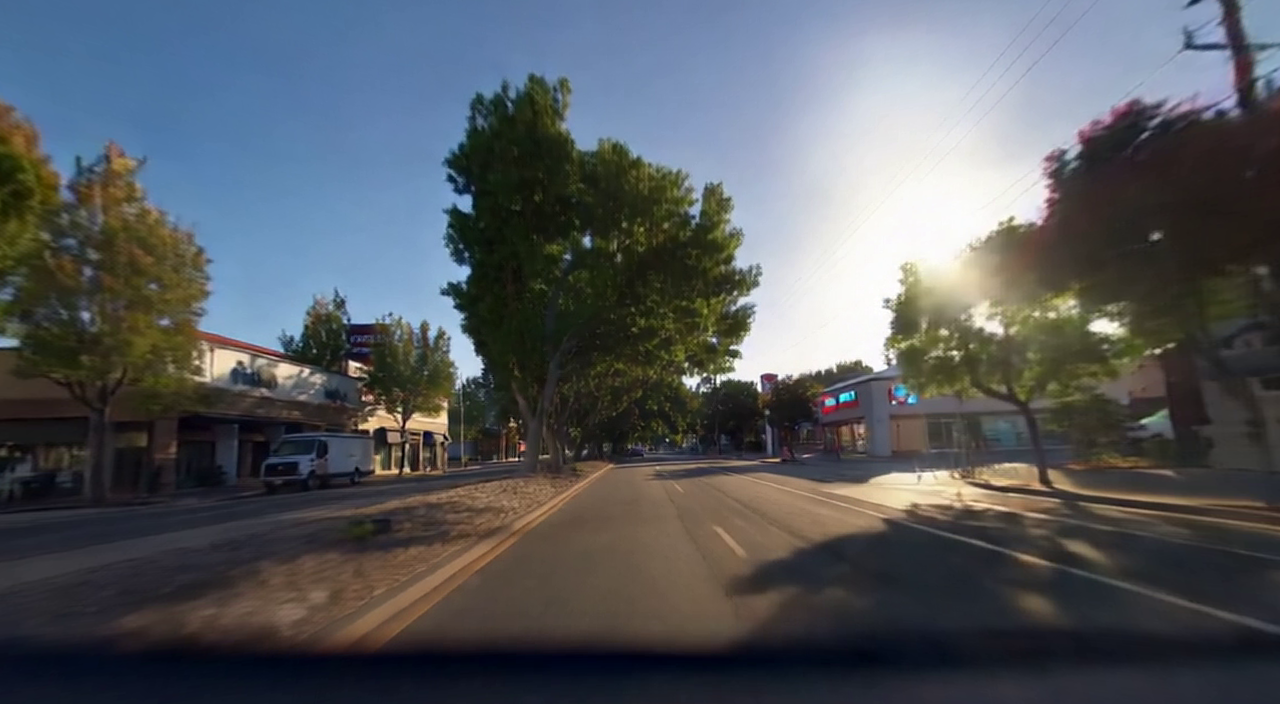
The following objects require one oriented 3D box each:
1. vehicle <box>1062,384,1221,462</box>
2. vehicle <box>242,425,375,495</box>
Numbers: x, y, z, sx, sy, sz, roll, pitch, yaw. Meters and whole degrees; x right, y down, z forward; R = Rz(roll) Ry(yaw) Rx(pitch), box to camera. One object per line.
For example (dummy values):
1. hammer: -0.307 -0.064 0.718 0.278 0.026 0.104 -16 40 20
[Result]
1. vehicle: 28.934 4.177 36.462 8.627 4.134 2.881 3 -9 -22
2. vehicle: -19.571 6.448 38.279 2.966 3.698 9.217 0 -9 0
